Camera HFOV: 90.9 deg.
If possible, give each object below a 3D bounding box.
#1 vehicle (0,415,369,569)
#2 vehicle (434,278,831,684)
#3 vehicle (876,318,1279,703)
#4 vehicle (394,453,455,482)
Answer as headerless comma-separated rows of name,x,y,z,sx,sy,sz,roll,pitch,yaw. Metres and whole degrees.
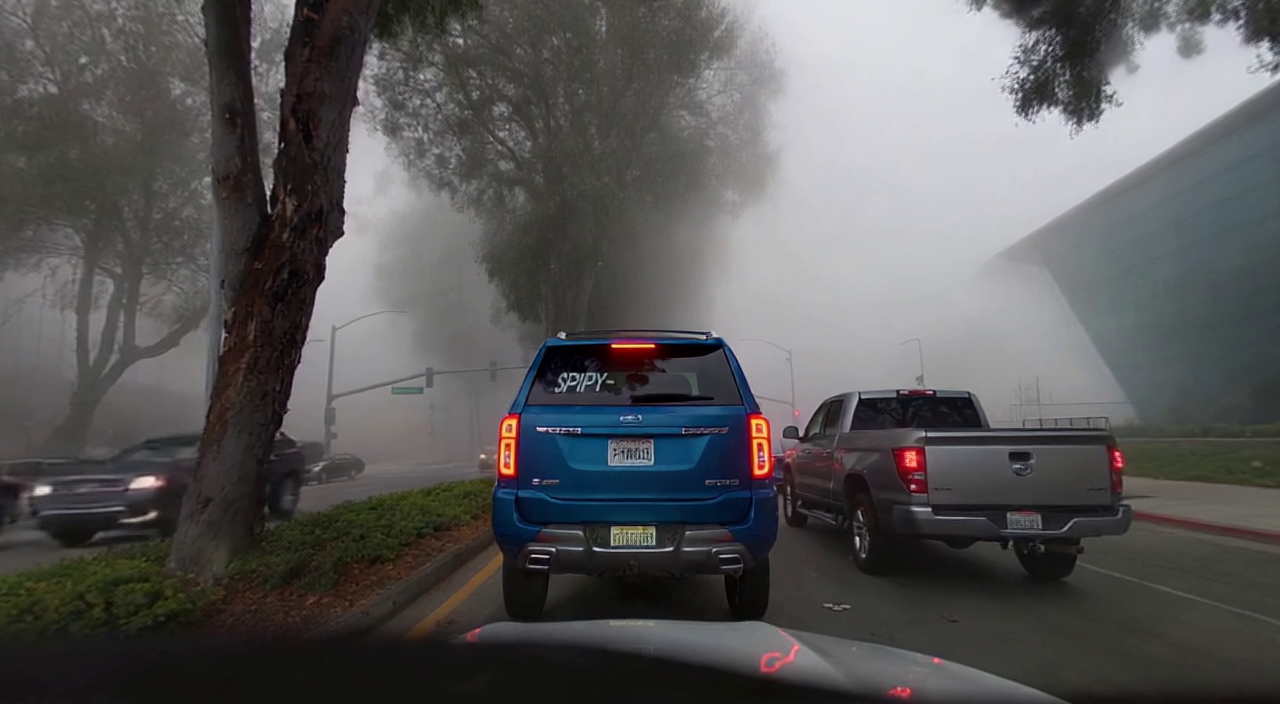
vehicle,-9.067,2.761,13.757,2.873,2.199,8.099,-4,-8,-1
vehicle,0.011,1.035,5.936,2.267,2.372,4.366,0,-8,2
vehicle,3.081,0.982,3.470,2.022,1.700,4.410,0,-8,3
vehicle,-15.241,8.151,44.937,2.214,1.815,5.613,0,-8,2
